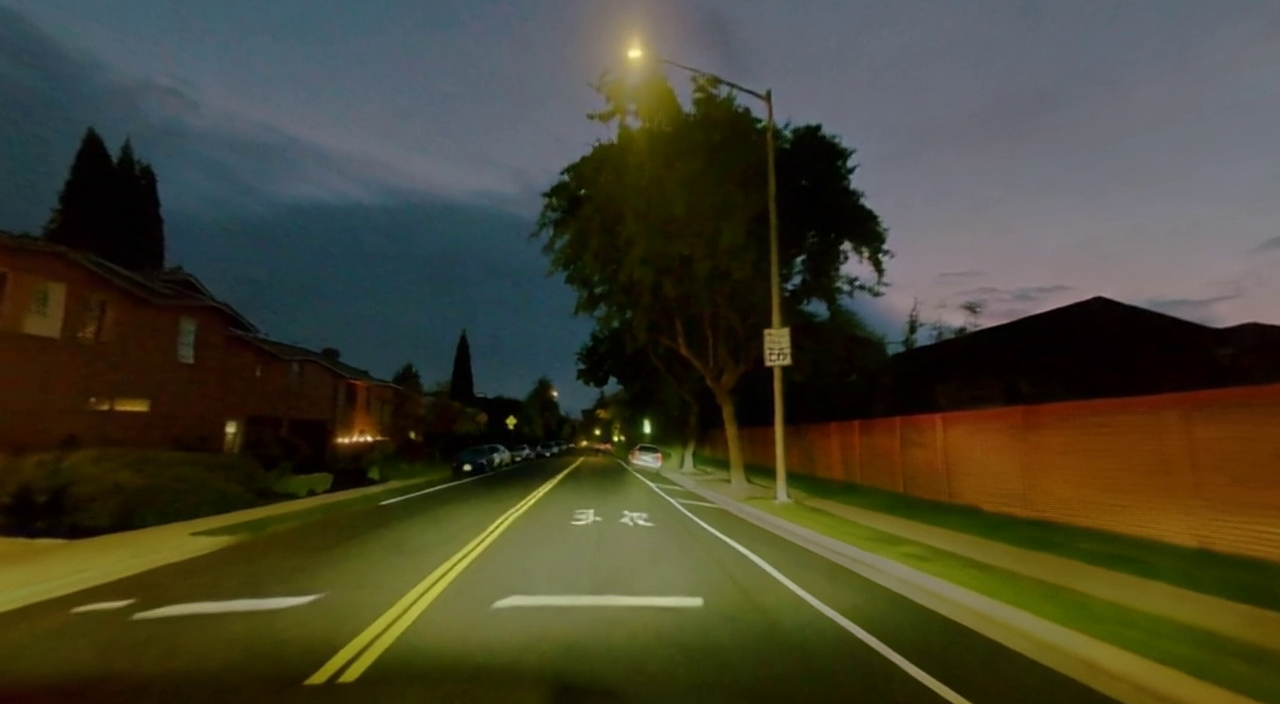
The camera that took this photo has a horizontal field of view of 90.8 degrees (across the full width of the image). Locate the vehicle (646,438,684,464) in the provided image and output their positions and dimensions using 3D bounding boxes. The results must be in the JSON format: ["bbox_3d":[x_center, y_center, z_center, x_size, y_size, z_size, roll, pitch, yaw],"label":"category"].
[{"bbox_3d":[1.758,7.211,46.463,1.937,1.752,4.574,2,-8,-8],"label":"vehicle"}]
